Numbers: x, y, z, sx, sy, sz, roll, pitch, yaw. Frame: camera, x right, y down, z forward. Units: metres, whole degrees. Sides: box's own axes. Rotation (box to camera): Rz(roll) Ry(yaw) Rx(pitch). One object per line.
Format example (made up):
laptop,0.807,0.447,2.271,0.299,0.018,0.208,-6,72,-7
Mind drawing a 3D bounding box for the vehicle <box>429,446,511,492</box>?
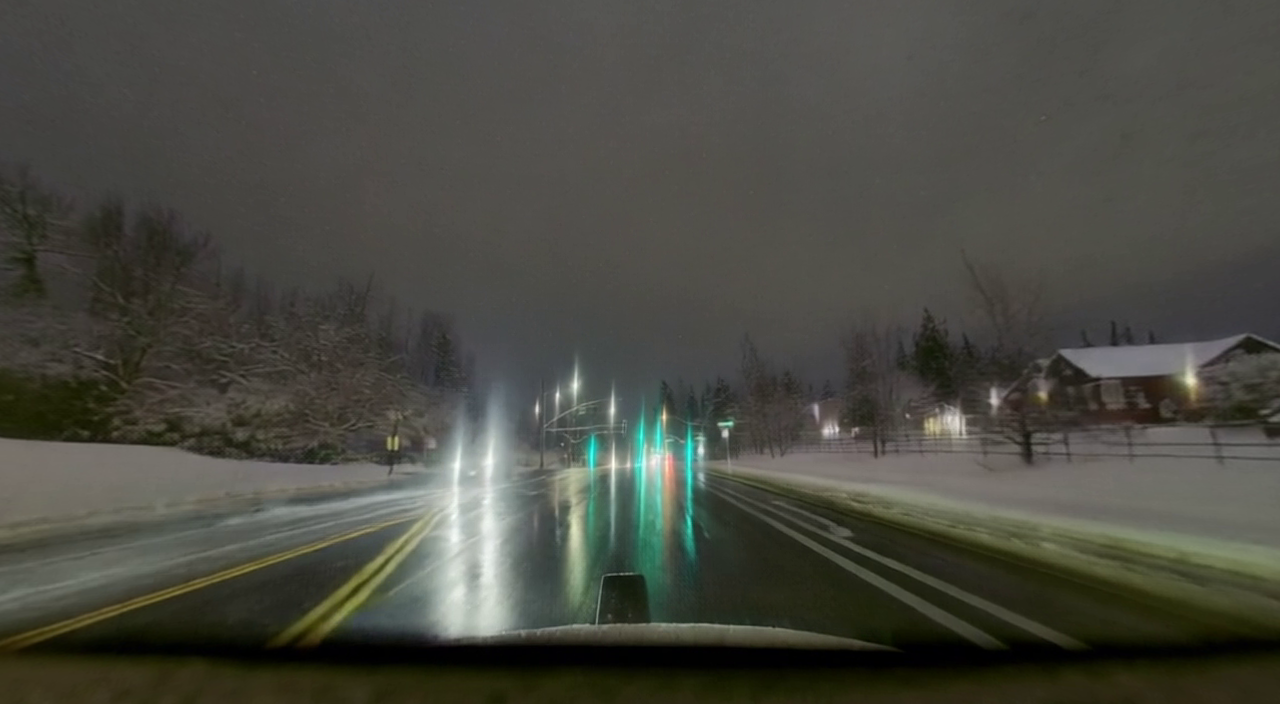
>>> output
vehicle,-6.538,4.509,24.731,2.095,1.603,3.980,0,-8,0
